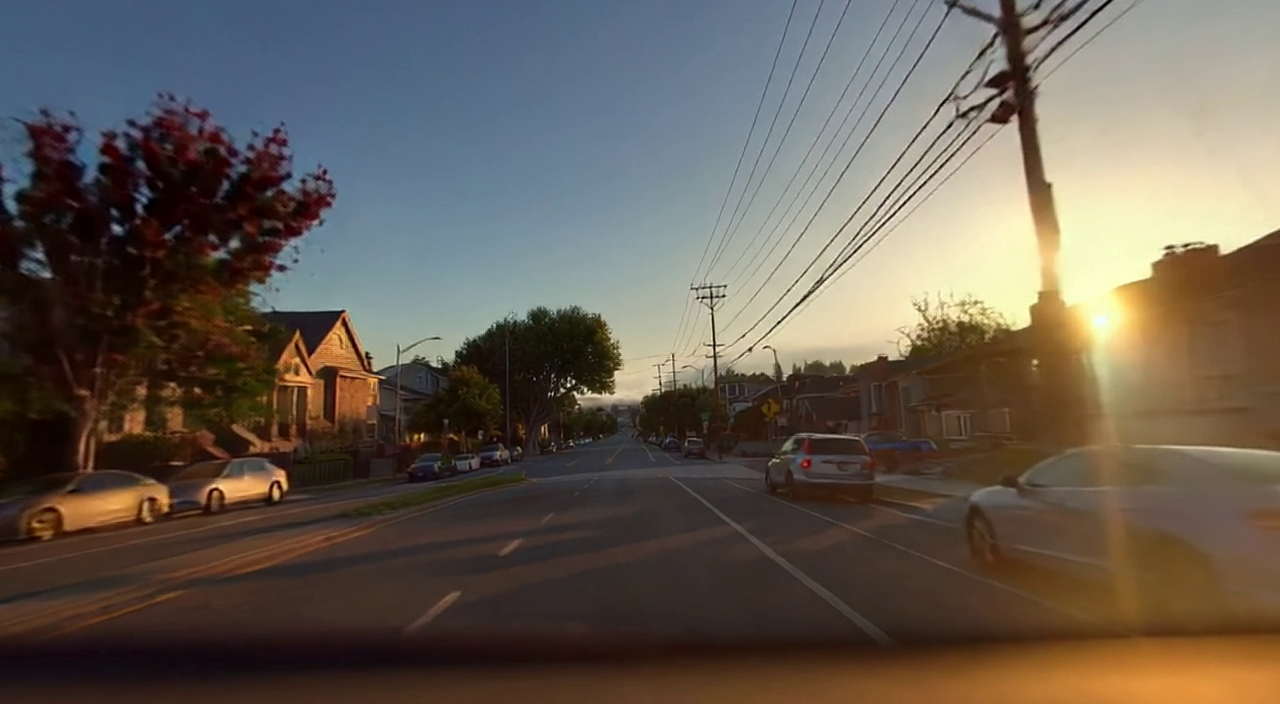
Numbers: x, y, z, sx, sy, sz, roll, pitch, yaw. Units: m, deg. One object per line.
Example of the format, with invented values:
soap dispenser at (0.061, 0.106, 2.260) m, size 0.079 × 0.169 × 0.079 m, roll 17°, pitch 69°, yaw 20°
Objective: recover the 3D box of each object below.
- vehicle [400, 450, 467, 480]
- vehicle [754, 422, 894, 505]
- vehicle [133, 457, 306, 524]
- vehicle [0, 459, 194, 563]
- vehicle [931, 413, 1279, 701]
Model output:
vehicle at (-11.320, 6.205, 34.999) m, size 1.970 × 1.523 × 4.702 m, roll -1°, pitch -8°, yaw 2°
vehicle at (4.444, 2.766, 16.070) m, size 2.126 × 1.802 × 4.259 m, roll 0°, pitch -8°, yaw -2°
vehicle at (-11.158, 3.657, 17.199) m, size 1.778 × 1.470 × 4.217 m, roll 0°, pitch -8°, yaw 0°
vehicle at (-10.969, 2.862, 12.038) m, size 1.804 × 1.513 × 4.450 m, roll 0°, pitch -8°, yaw -2°
vehicle at (4.288, 1.282, 4.797) m, size 1.989 × 1.471 × 4.460 m, roll 0°, pitch -8°, yaw 0°
